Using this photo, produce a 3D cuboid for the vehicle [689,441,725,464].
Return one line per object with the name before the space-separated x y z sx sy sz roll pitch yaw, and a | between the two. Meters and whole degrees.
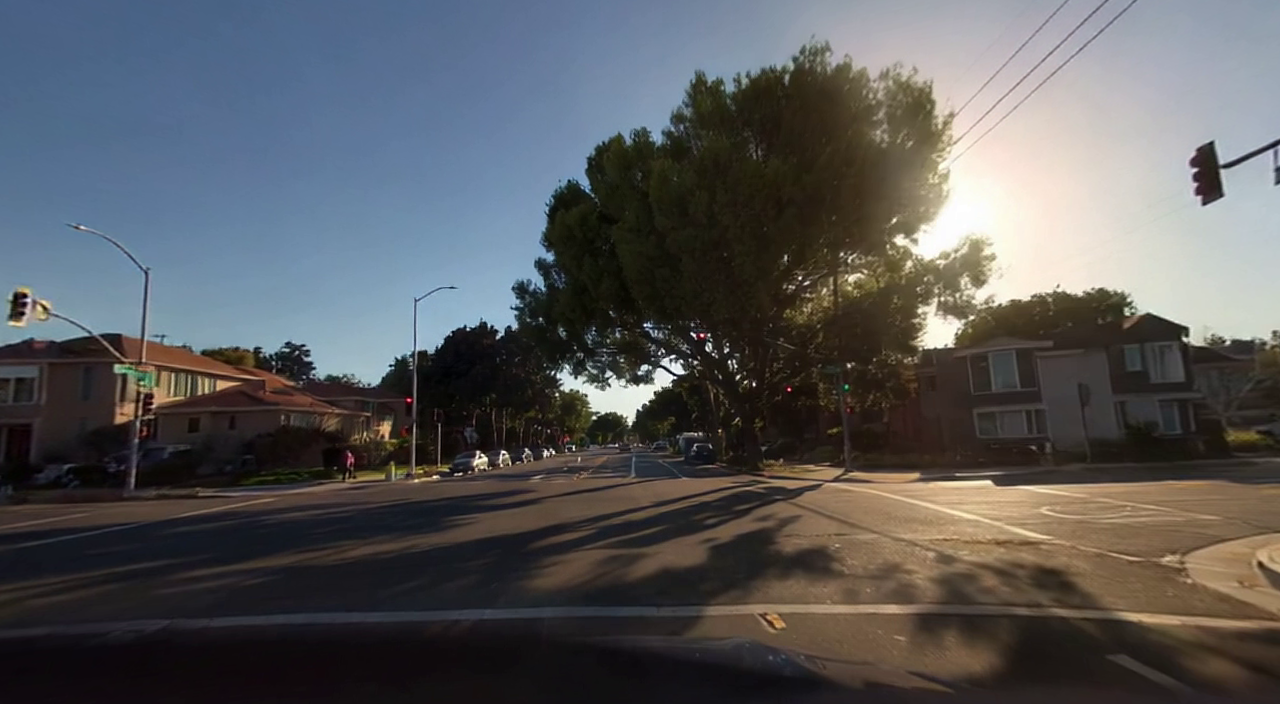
vehicle | 4.517 6.801 42.782 1.987 1.466 4.389 0 -8 0
